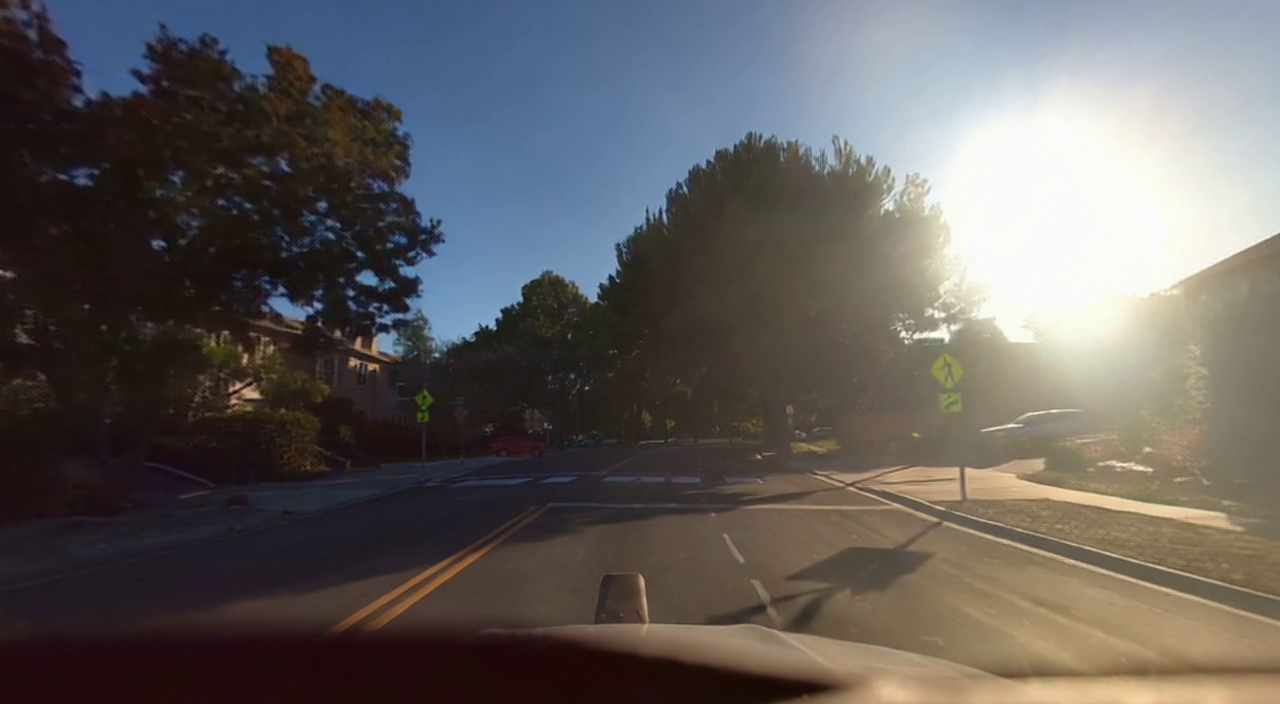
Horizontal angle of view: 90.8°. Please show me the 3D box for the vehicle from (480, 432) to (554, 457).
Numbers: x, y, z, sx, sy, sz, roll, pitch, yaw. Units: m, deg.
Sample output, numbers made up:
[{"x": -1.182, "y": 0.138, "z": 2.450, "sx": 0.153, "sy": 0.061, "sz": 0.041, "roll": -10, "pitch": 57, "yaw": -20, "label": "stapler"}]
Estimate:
[{"x": -8.040, "y": 6.077, "z": 41.560, "sx": 4.377, "sy": 1.596, "sz": 1.836, "roll": -2, "pitch": -9, "yaw": 15, "label": "vehicle"}]
